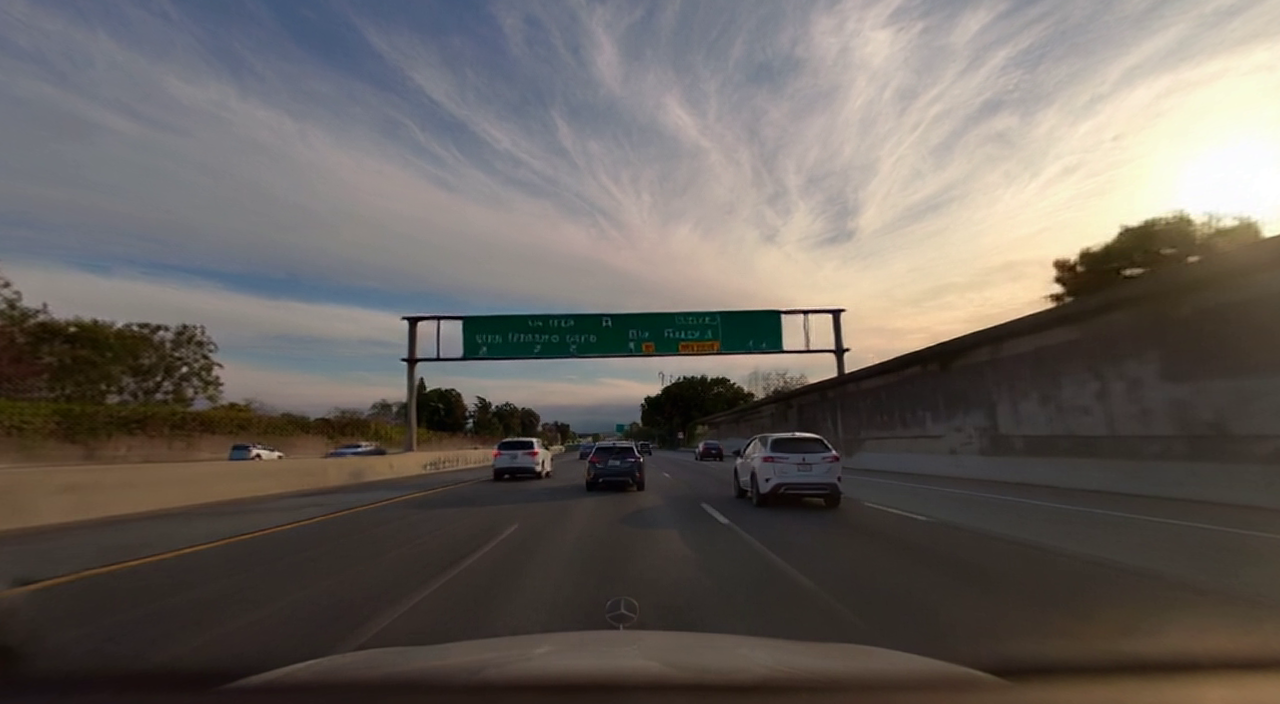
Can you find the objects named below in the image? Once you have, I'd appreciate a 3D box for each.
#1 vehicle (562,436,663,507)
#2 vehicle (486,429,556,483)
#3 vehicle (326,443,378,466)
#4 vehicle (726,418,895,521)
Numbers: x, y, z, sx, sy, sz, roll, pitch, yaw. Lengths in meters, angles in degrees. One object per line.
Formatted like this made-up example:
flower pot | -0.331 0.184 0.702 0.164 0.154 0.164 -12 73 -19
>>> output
vehicle | -0.630 2.803 15.278 2.098 1.475 3.997 0 -9 -2
vehicle | -4.638 4.149 25.380 1.983 1.948 4.822 0 -9 -1
vehicle | -19.526 6.949 43.001 1.802 1.481 3.919 0 -9 -2
vehicle | 3.343 2.423 13.580 2.162 1.800 4.693 0 -9 -2
